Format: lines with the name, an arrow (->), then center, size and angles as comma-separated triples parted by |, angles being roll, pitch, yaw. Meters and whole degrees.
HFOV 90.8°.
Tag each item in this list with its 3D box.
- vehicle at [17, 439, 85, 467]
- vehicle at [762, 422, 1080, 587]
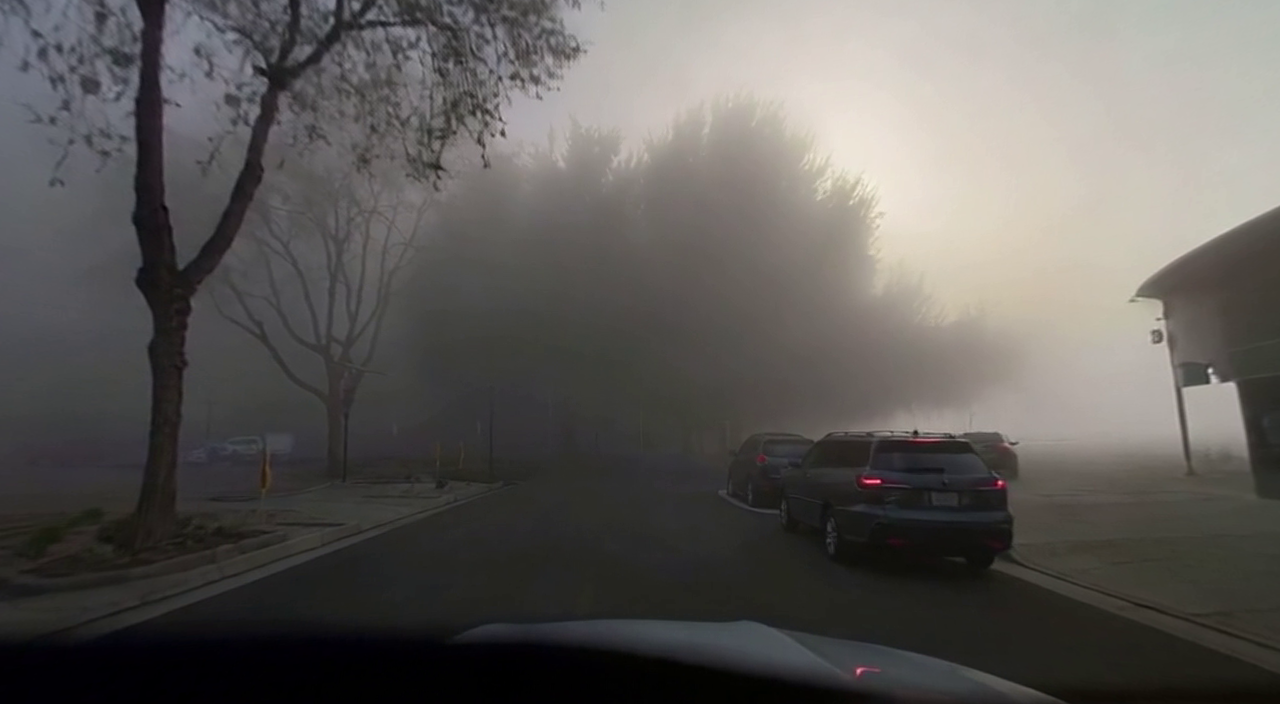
vehicle -> -37.059, 6.344, 39.719 | 4.157, 1.687, 2.419 | -7, -12, 39
vehicle -> 3.092, 1.780, 8.296 | 2.064, 1.532, 4.596 | 0, -9, 0
